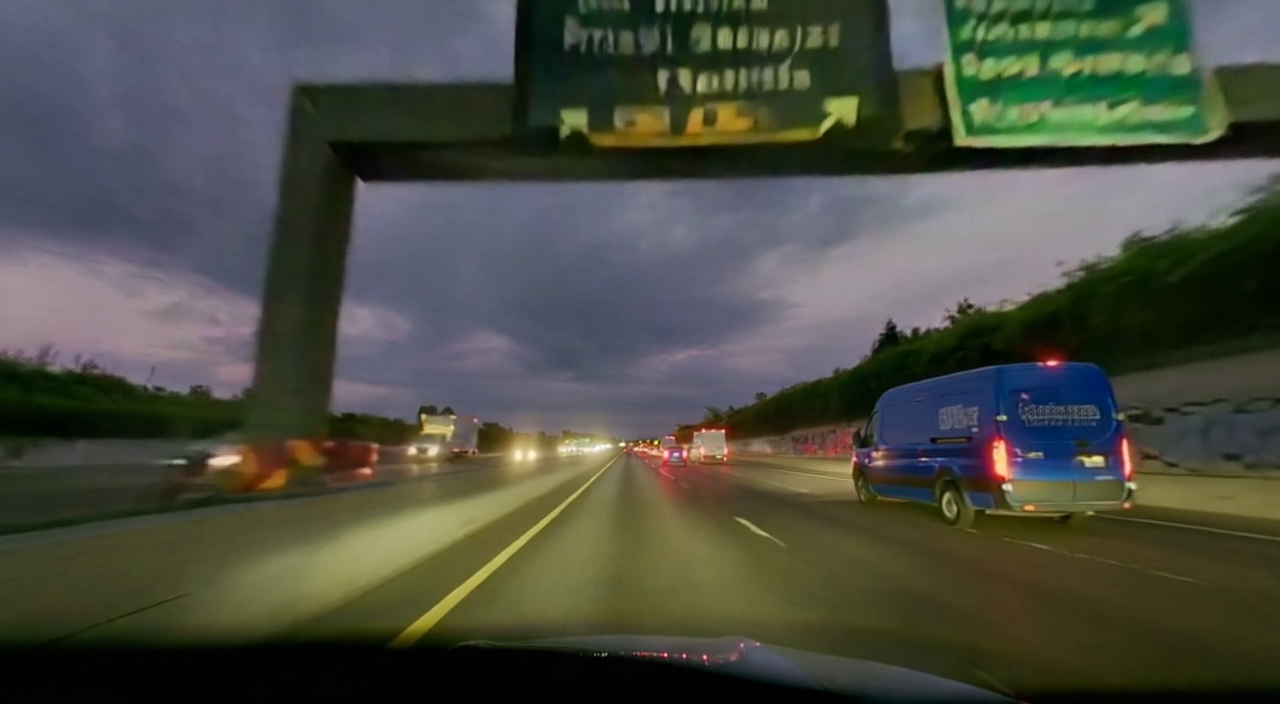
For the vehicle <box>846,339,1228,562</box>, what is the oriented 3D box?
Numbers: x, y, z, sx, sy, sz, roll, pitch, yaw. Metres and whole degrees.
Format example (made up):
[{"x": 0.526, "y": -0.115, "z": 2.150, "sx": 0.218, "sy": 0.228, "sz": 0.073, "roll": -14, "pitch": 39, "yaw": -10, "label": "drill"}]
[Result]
[{"x": 5.642, "y": 1.572, "z": 10.358, "sx": 2.283, "sy": 2.631, "sz": 5.719, "roll": 0, "pitch": -9, "yaw": -2, "label": "vehicle"}]

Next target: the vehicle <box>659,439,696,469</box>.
[{"x": 2.543, "y": 7.102, "z": 43.873, "sx": 2.007, "sy": 1.943, "sz": 5.010, "roll": 0, "pitch": -9, "yaw": -3, "label": "vehicle"}]
